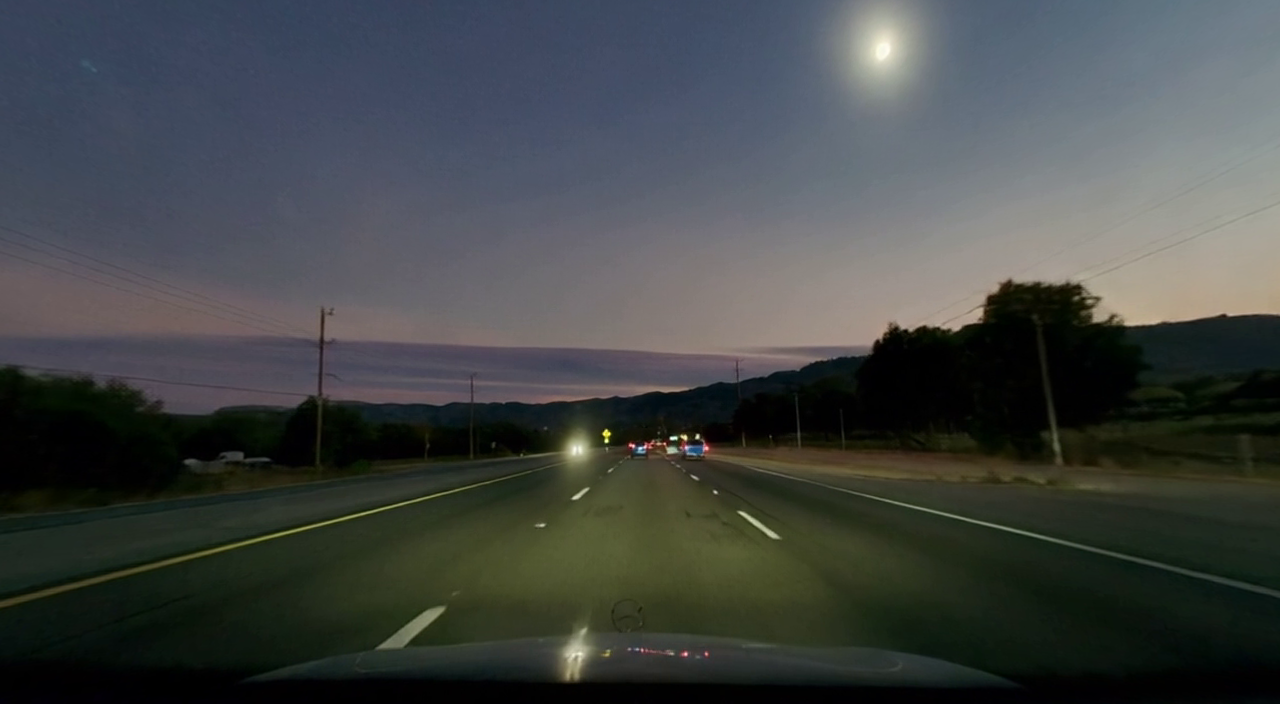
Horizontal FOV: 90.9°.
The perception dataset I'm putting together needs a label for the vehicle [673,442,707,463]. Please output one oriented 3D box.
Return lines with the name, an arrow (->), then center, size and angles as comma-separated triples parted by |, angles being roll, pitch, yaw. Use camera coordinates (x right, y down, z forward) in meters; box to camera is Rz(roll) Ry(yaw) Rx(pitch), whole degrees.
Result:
vehicle -> 3.712, 7.561, 47.644 | 2.148, 1.538, 4.430 | 0, -8, 0
